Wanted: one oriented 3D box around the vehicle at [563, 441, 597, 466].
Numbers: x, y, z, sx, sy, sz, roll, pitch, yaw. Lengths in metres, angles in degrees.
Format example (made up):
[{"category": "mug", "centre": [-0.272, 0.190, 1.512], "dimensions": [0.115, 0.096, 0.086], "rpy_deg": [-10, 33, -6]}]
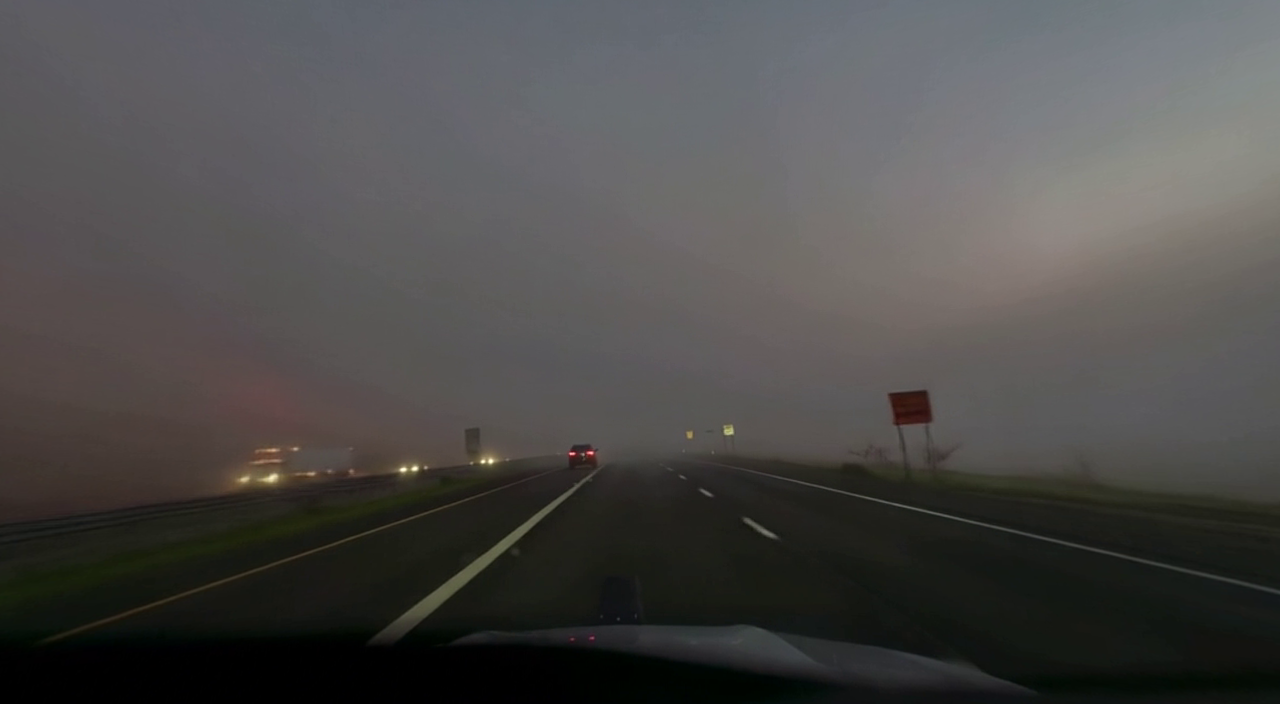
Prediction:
[{"category": "vehicle", "centre": [-4.602, 7.865, 49.222], "dimensions": [2.130, 1.823, 4.761], "rpy_deg": [0, -8, 0]}]
